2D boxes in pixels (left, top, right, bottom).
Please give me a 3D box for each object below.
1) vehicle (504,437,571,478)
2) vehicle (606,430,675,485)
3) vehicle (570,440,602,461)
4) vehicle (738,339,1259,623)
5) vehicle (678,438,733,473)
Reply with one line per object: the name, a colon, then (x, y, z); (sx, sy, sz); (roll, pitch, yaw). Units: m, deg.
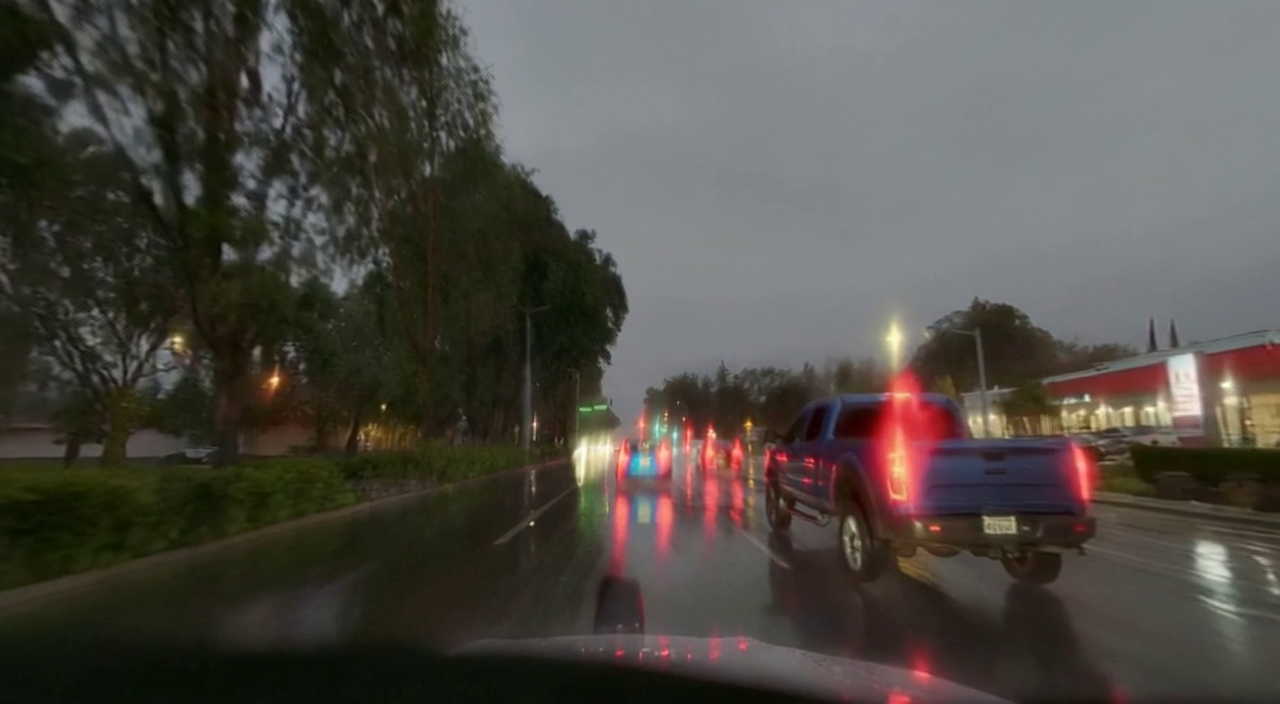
vehicle: (-3.993, 4.197, 25.259); (1.960, 1.475, 4.161); (0, -8, 0)
vehicle: (-0.039, 3.552, 21.468); (2.145, 1.650, 4.021); (0, -8, -2)
vehicle: (-4.030, 7.495, 47.838); (1.959, 1.482, 4.701); (0, -9, 0)
vehicle: (3.137, 1.378, 7.761); (2.731, 2.101, 6.047); (0, -8, -2)
vehicle: (2.981, 4.808, 29.460); (1.970, 1.464, 4.249); (0, -8, -2)
